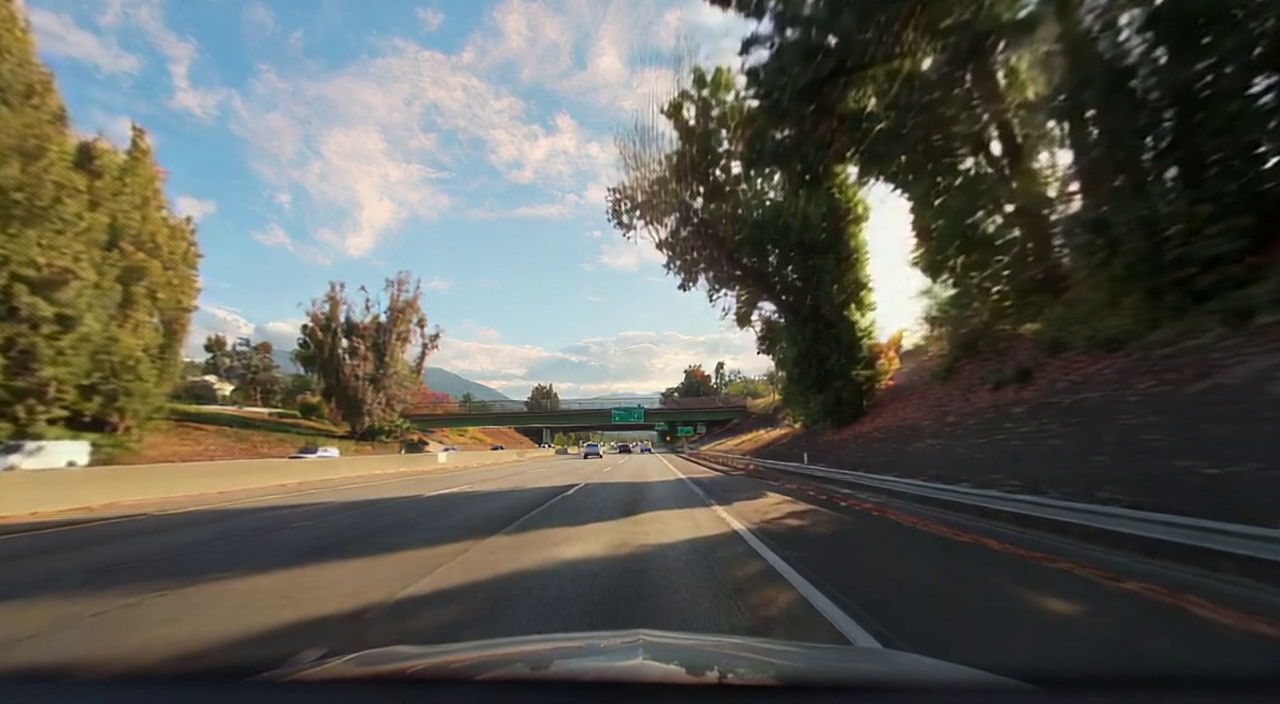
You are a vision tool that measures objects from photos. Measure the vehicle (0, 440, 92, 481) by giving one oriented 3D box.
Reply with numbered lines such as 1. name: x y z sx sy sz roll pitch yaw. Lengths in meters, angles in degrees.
1. vehicle: -32.080 5.539 32.471 2.220 1.982 5.871 0 -9 1
